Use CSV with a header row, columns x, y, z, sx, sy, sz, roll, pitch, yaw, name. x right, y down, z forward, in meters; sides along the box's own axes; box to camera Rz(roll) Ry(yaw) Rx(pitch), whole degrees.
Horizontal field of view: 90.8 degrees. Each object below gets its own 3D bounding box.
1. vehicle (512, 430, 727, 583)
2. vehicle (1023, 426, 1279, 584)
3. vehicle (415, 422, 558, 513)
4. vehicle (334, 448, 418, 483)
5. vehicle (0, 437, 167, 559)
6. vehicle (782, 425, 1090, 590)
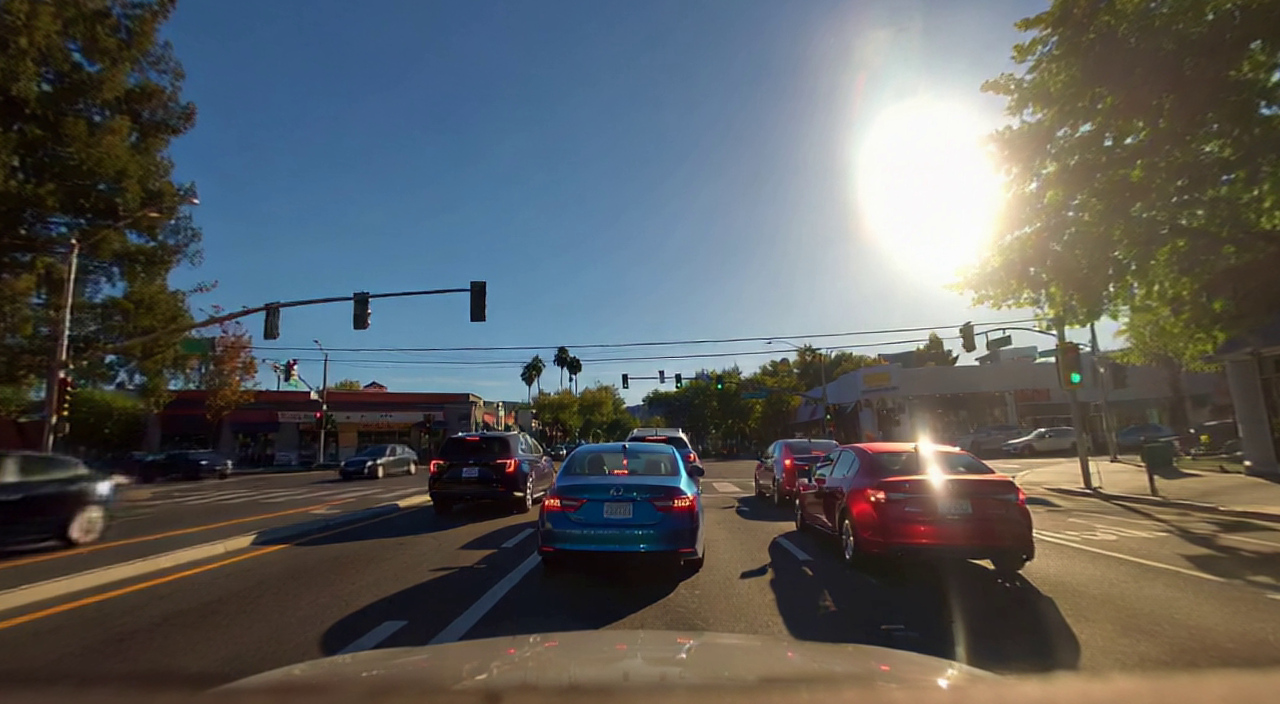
x,y,z,sx,sy,sz,roll,pitch,yaw,name
-0.177,1.805,8.191,2.098,1.477,3.897,0,-8,1,vehicle
7.194,1.732,7.825,2.004,1.508,4.646,0,-8,0,vehicle
-3.446,2.710,15.396,2.160,1.823,5.115,0,-8,1,vehicle
-12.238,5.247,29.619,1.872,1.463,4.455,0,-8,2,vehicle
-8.816,1.829,7.995,1.966,1.469,4.714,0,-9,1,vehicle
3.235,1.762,8.035,2.020,1.513,4.120,0,-8,2,vehicle
